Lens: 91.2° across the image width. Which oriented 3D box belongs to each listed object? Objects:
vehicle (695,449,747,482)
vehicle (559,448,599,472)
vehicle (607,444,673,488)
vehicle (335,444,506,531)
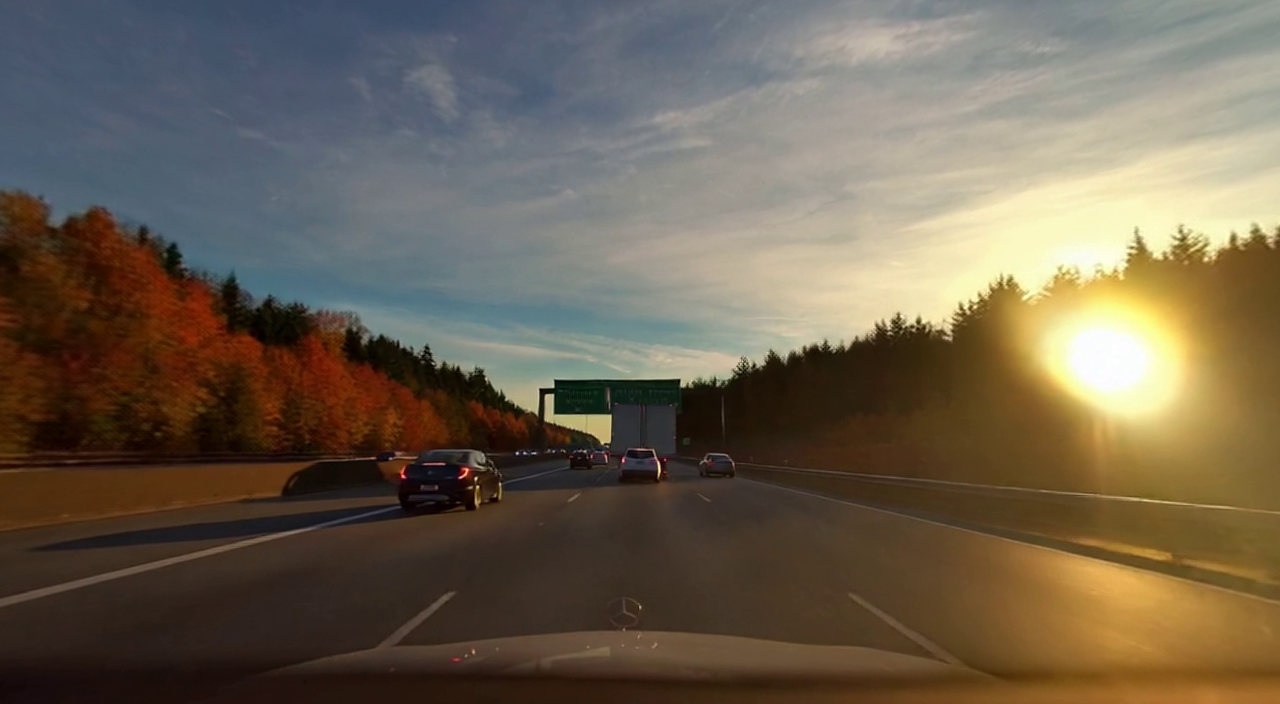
[{"bbox_3d":[4.148,5.845,32.658,2.035,1.571,4.413,0,-9,-1],"label":"vehicle"},{"bbox_3d":[-4.478,7.995,46.654,2.545,1.679,4.267,0,-9,0],"label":"vehicle"},{"bbox_3d":[-0.004,4.860,27.029,2.634,1.679,4.070,0,-9,0],"label":"vehicle"},{"bbox_3d":[-4.229,2.662,12.909,2.017,1.469,4.113,0,-9,0],"label":"vehicle"}]
